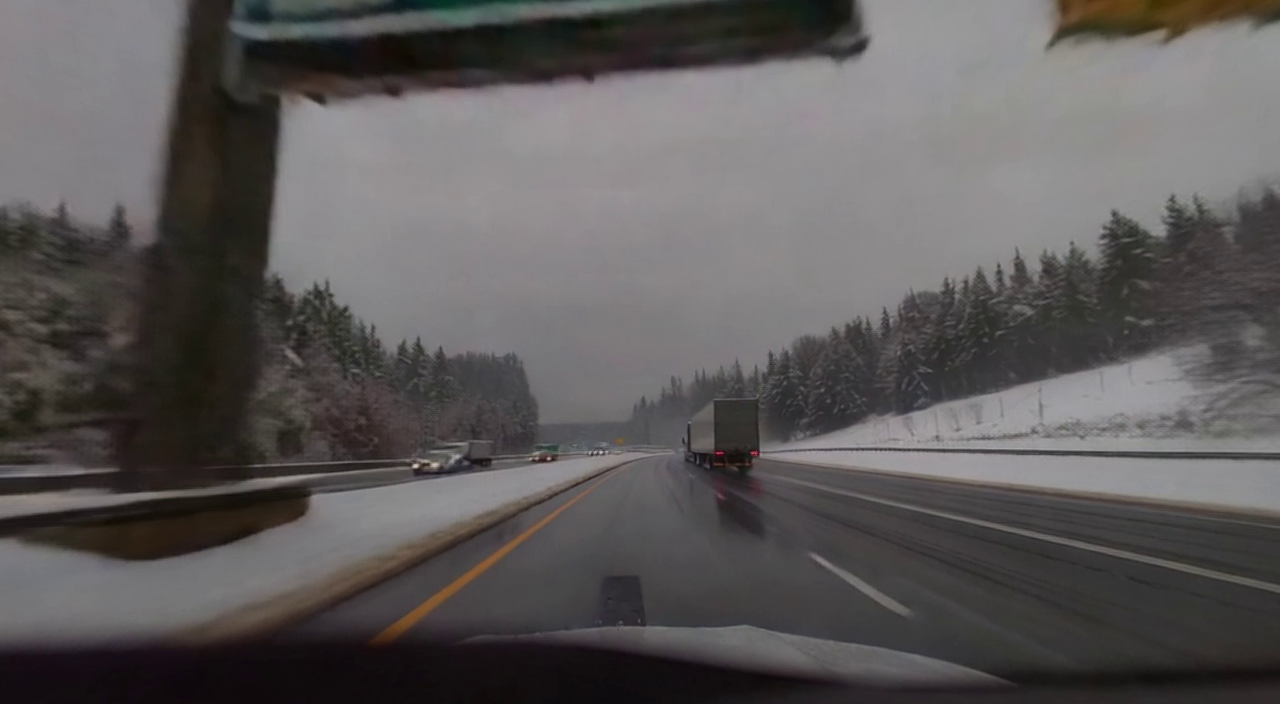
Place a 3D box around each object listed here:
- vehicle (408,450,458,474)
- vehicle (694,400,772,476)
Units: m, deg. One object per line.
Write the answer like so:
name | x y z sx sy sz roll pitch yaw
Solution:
vehicle | -15.071 8.034 46.124 2.040 1.659 4.491 0 -9 2
vehicle | 5.500 5.593 40.165 2.859 3.984 14.045 0 -9 0
